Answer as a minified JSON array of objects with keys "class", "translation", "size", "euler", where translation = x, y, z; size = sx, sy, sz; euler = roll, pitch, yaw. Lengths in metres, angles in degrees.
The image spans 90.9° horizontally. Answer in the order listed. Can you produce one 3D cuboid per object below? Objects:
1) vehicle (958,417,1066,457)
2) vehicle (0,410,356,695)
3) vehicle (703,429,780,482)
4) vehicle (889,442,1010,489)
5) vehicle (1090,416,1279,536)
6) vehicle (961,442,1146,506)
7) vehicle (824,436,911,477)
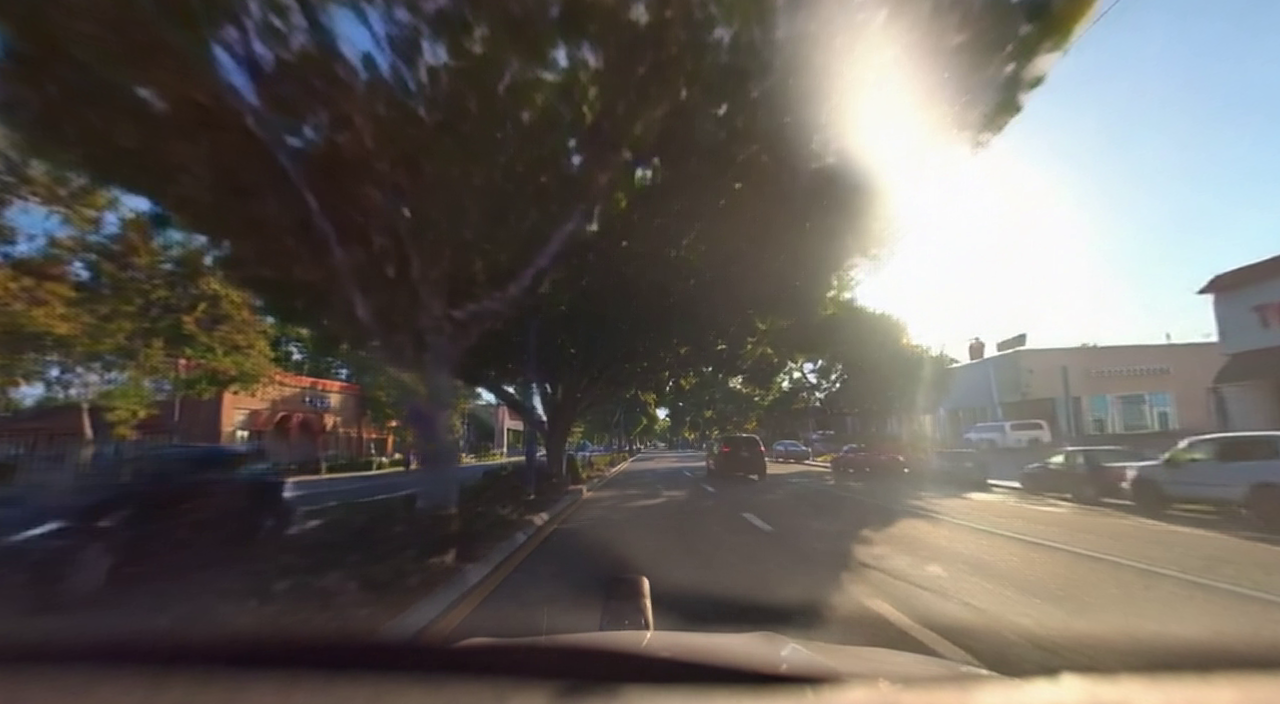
[{"class":"vehicle","translation":[19.767,4.622,33.905],"size":[2.175,1.965,5.909],"euler":[0,-9,0]},{"class":"vehicle","translation":[-4.439,1.368,5.437],"size":[2.031,1.478,4.434],"euler":[0,-9,-2]},{"class":"vehicle","translation":[3.825,4.009,24.579],"size":[2.183,1.845,4.482],"euler":[0,-9,-1]},{"class":"vehicle","translation":[10.842,3.994,22.540],"size":[1.893,1.467,4.760],"euler":[0,-9,0]},{"class":"vehicle","translation":[10.502,2.049,10.721],"size":[1.989,1.768,4.977],"euler":[0,-9,0]},{"class":"vehicle","translation":[10.632,3.131,16.711],"size":[1.853,1.458,4.480],"euler":[0,-9,0]},{"class":"vehicle","translation":[10.799,4.995,30.359],"size":[2.247,1.799,5.025],"euler":[0,-9,-1]}]
